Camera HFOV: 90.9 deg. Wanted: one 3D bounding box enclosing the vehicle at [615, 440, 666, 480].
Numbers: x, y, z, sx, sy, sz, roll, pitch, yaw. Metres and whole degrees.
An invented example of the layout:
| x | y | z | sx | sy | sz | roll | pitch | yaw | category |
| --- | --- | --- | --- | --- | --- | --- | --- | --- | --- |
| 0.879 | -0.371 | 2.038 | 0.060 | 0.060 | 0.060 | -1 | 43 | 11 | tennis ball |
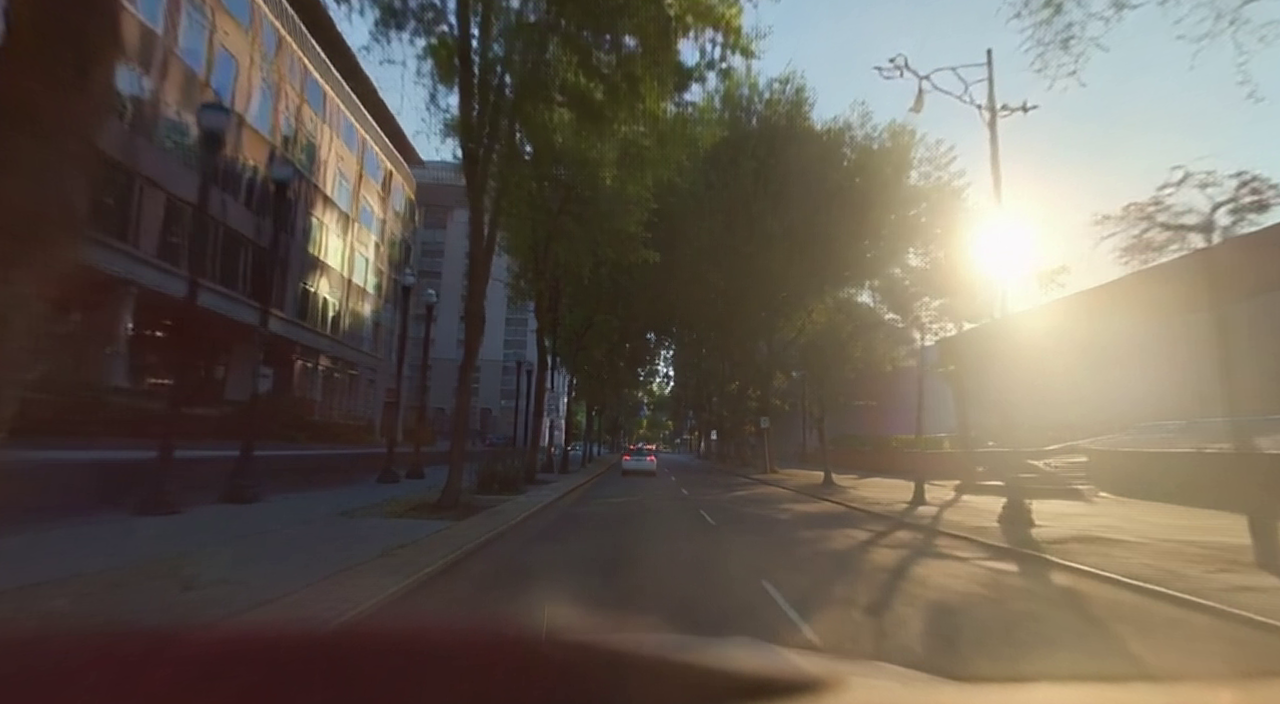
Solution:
| x | y | z | sx | sy | sz | roll | pitch | yaw | category |
| --- | --- | --- | --- | --- | --- | --- | --- | --- | --- |
| -0.024 | 4.716 | 27.815 | 2.079 | 1.621 | 3.861 | 0 | -8 | -1 | vehicle |
